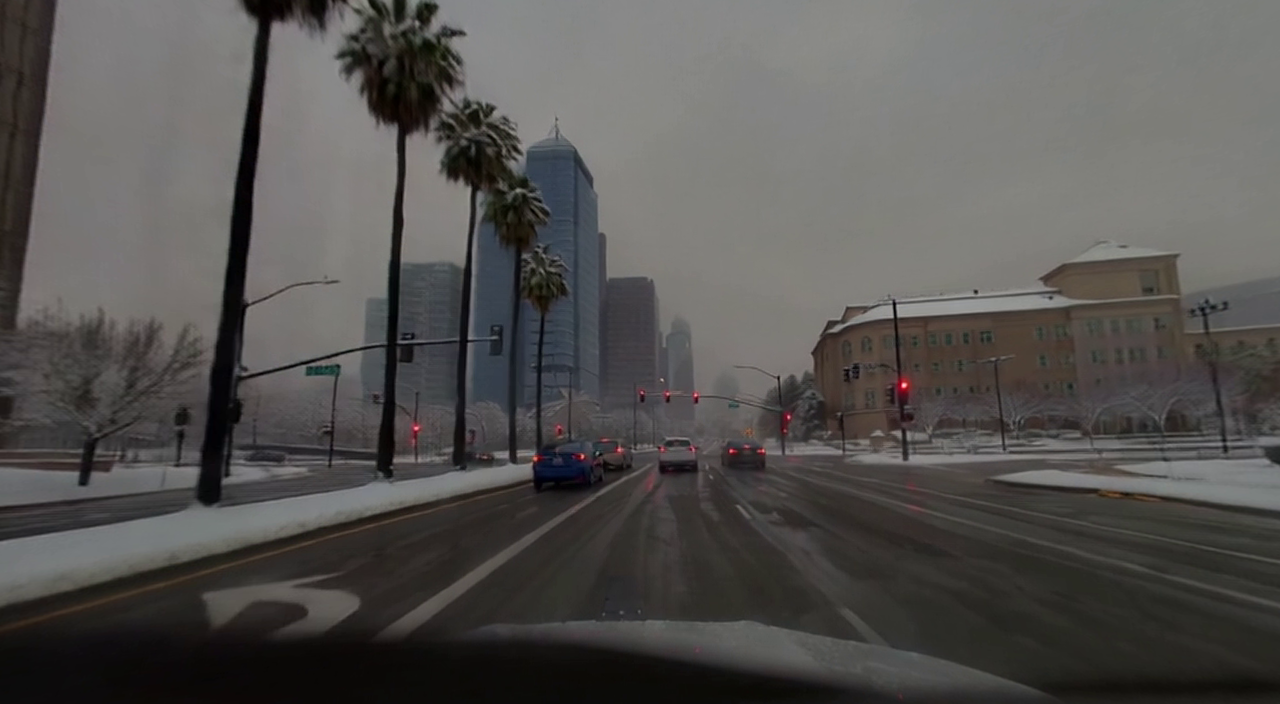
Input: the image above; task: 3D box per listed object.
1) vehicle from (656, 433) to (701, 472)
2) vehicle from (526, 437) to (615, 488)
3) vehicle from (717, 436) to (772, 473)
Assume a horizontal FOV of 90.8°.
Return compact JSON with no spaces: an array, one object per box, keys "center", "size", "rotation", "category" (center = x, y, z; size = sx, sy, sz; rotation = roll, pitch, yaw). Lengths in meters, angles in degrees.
[{"center":[1.901,4.906,30.981],"size":[2.060,1.730,4.257],"rotation":[-1,-8,4],"category":"vehicle"},{"center":[-2.129,3.575,20.781],"size":[1.962,1.480,4.605],"rotation":[-1,-9,6],"category":"vehicle"},{"center":[4.734,4.708,29.200],"size":[1.936,1.567,3.896],"rotation":[0,-9,1],"category":"vehicle"}]
